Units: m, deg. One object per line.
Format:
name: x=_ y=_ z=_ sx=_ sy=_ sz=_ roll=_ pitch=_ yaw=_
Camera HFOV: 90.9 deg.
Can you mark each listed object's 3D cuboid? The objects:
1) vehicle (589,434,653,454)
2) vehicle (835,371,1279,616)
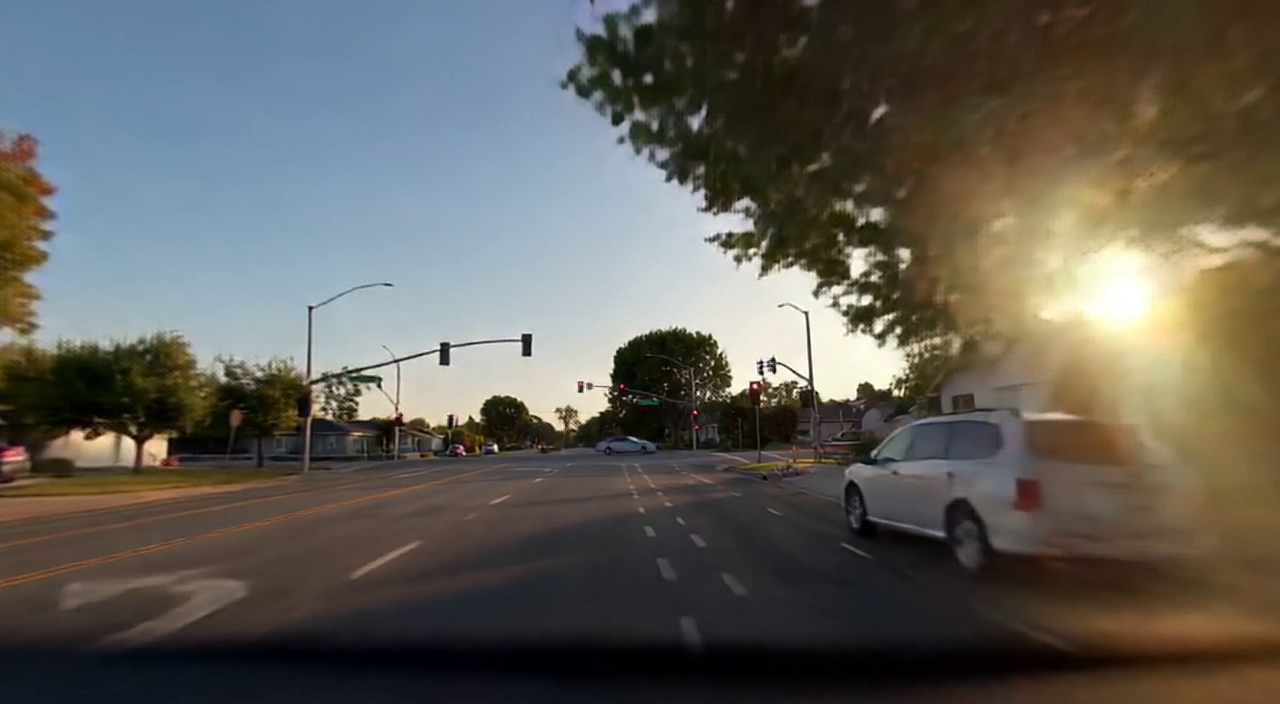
vehicle: x=-1.425 y=6.898 z=47.464 sx=4.759 sy=1.461 sz=1.788 roll=0 pitch=-8 yaw=-2
vehicle: x=4.066 y=1.412 z=7.198 sx=2.170 sy=1.869 sz=4.594 roll=0 pitch=-8 yaw=0
